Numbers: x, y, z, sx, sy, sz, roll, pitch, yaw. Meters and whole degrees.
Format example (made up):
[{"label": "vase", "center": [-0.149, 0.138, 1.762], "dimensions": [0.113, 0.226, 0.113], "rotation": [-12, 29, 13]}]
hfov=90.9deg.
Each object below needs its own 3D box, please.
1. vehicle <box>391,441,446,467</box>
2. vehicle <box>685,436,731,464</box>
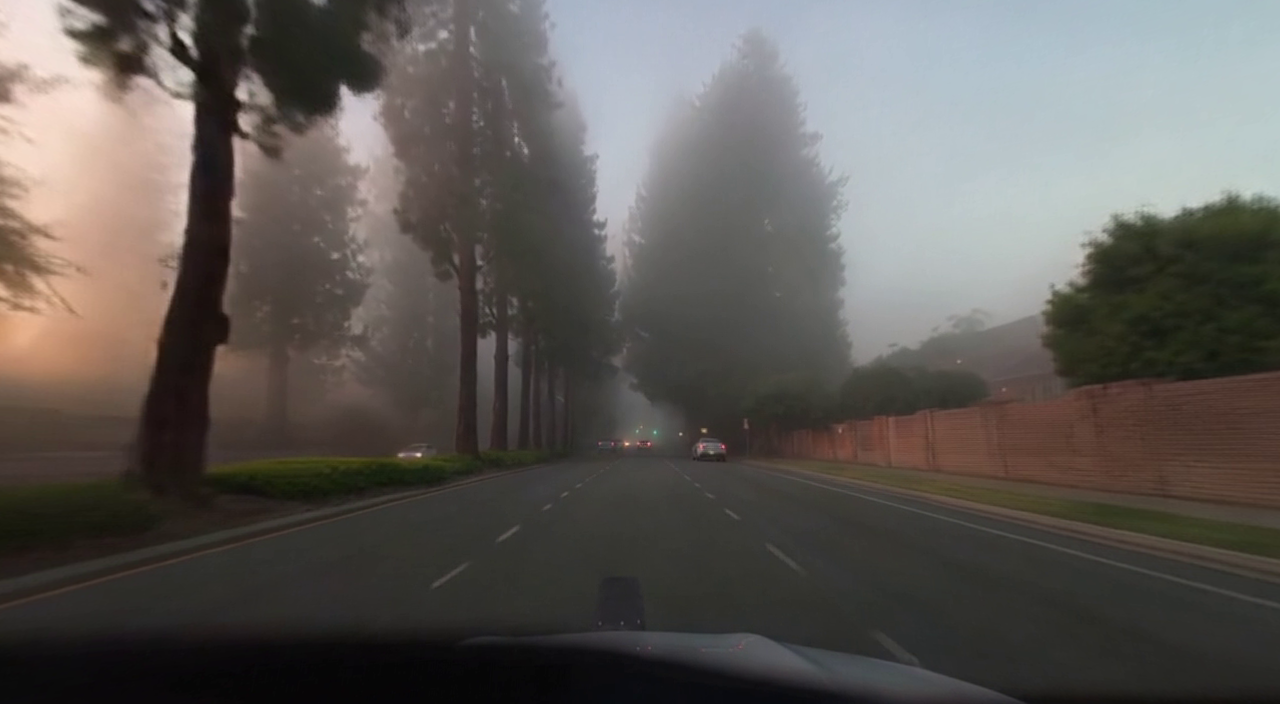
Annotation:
[{"label": "vehicle", "center": [-16.930, 7.808, 48.542], "dimensions": [2.208, 1.899, 5.269], "rotation": [-1, -8, 2]}, {"label": "vehicle", "center": [4.067, 5.993, 38.536], "dimensions": [2.237, 1.578, 4.621], "rotation": [0, -8, -1]}]
